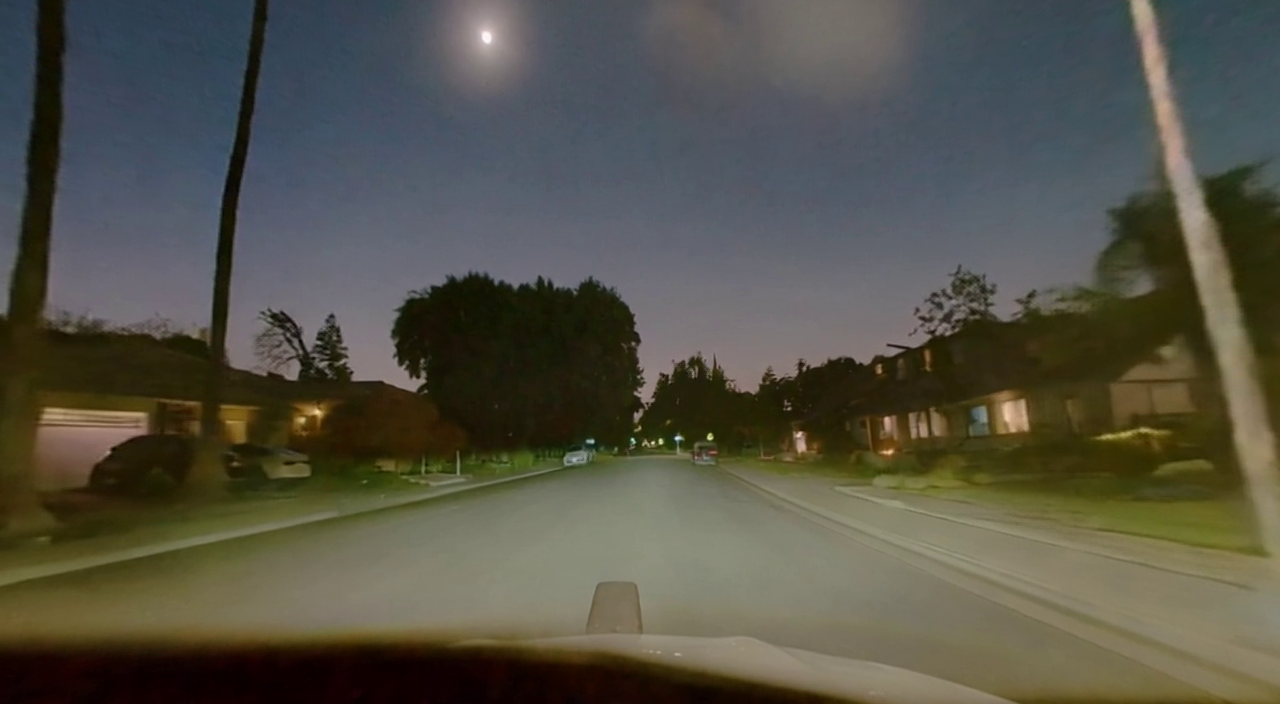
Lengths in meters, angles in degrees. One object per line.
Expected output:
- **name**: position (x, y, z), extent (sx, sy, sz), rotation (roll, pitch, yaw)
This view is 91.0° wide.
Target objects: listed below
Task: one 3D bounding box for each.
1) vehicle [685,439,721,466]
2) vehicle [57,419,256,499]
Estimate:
- **vehicle**: position (4.328, 7.000, 43.871), extent (2.176, 1.762, 4.622), rotation (0, -8, 1)
- **vehicle**: position (-13.846, 3.146, 18.289), extent (3.918, 1.719, 1.988), rotation (-2, -21, -3)
